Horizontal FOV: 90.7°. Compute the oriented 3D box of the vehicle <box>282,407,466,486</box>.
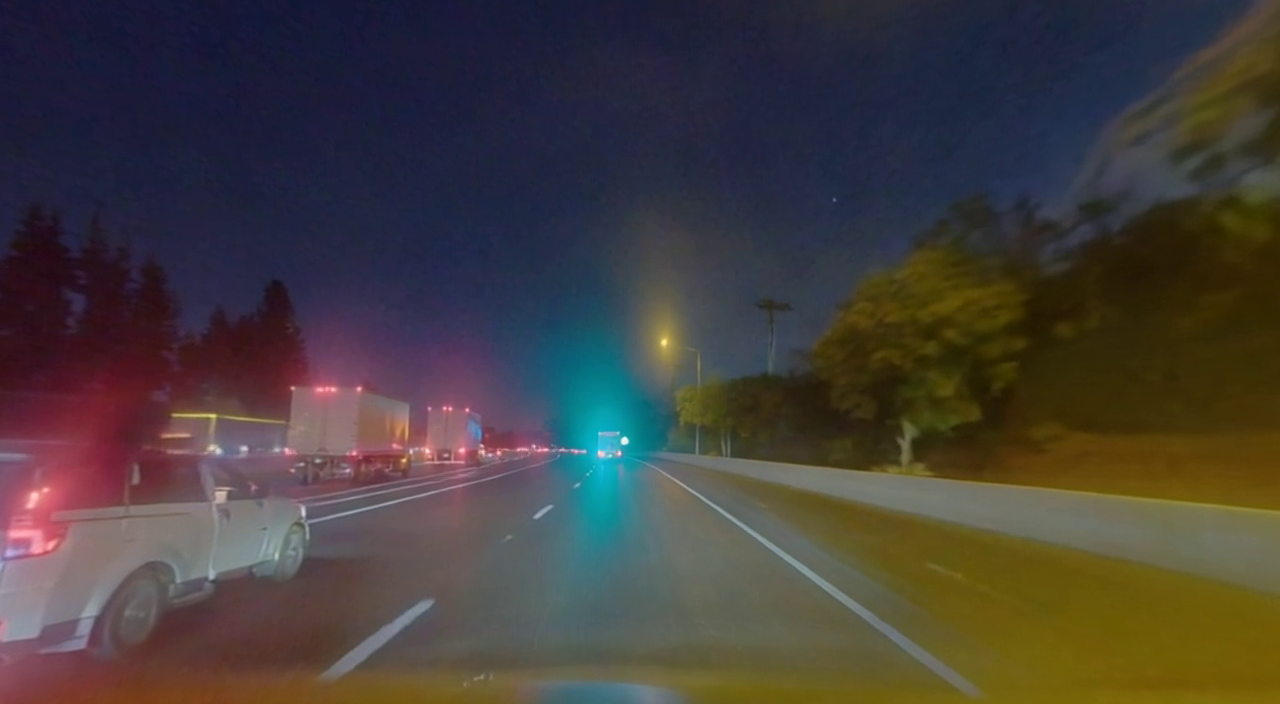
[{"bbox_3d":[-11.152,4.312,29.107,3.270,2.674,14.547,1,-8,-4],"label":"vehicle"}]

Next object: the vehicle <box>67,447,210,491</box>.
[{"bbox_3d":[-18.670,4.341,23.900,1.842,1.452,4.612,0,-8,-3],"label":"vehicle"}]
